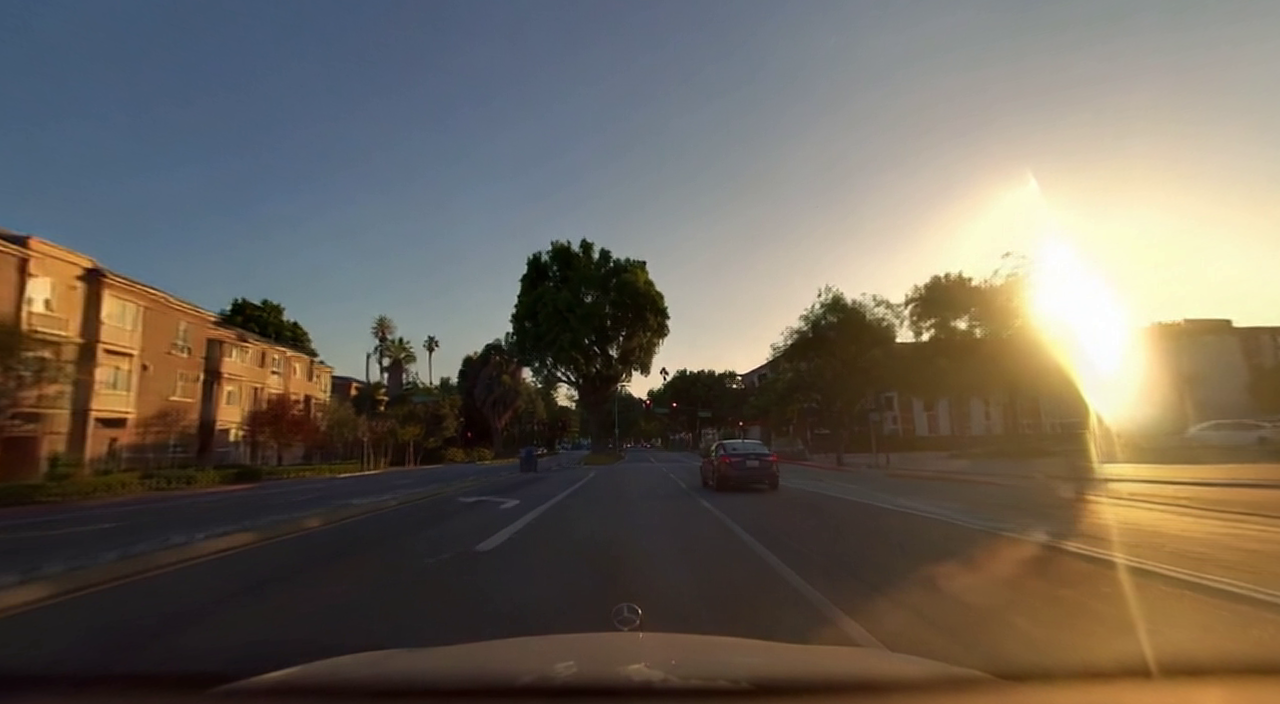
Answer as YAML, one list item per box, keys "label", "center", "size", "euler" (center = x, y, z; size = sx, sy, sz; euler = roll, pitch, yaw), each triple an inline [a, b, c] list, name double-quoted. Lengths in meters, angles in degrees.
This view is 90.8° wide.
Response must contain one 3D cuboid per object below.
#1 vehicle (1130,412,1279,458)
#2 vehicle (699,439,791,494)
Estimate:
- label: "vehicle"
  center: [22.898, 3.406, 25.758]
  size: [4.077, 1.771, 2.032]
  euler: [0, -8, 0]
- label: "vehicle"
  center: [3.014, 3.394, 19.160]
  size: [1.964, 1.448, 4.295]
  euler: [0, -8, -1]
